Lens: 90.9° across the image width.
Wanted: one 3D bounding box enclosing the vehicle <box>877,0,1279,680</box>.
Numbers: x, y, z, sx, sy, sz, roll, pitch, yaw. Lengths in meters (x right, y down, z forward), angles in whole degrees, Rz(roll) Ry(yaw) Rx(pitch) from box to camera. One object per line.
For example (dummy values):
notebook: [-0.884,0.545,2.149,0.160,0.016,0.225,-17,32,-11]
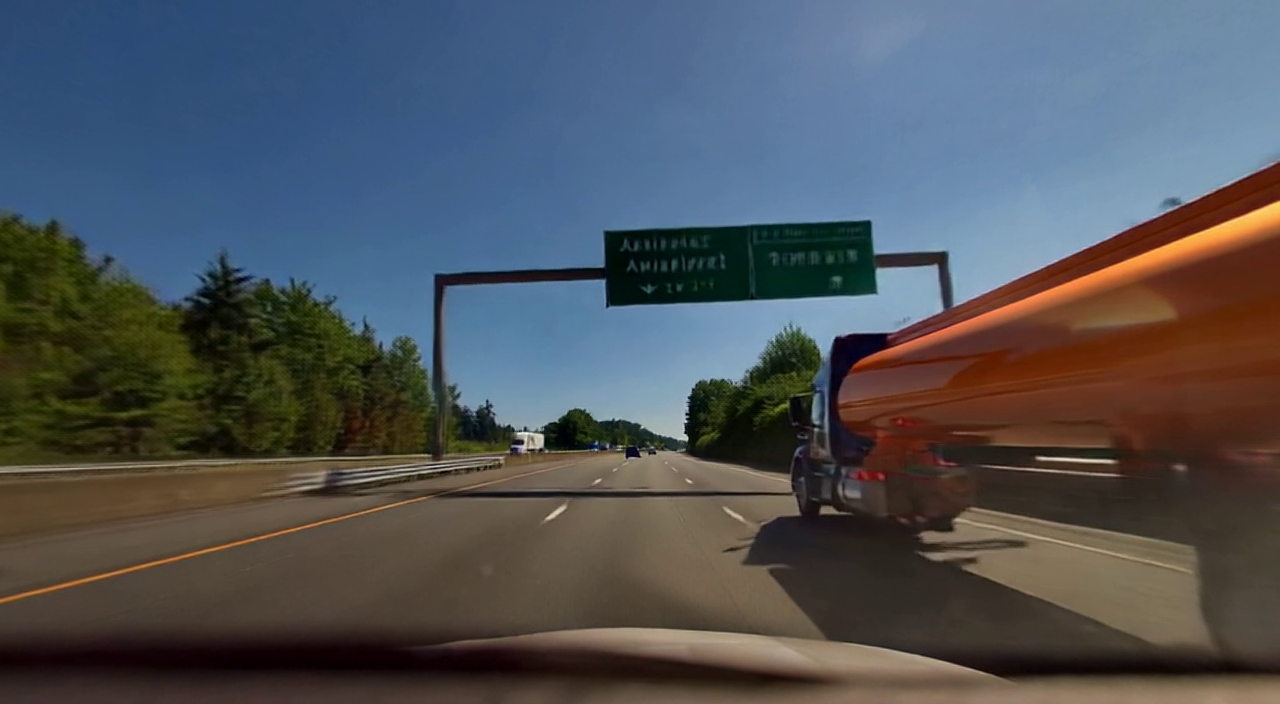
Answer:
vehicle: [4.338,-0.952,0.532,2.784,4.080,13.516,-2,-9,-1]
